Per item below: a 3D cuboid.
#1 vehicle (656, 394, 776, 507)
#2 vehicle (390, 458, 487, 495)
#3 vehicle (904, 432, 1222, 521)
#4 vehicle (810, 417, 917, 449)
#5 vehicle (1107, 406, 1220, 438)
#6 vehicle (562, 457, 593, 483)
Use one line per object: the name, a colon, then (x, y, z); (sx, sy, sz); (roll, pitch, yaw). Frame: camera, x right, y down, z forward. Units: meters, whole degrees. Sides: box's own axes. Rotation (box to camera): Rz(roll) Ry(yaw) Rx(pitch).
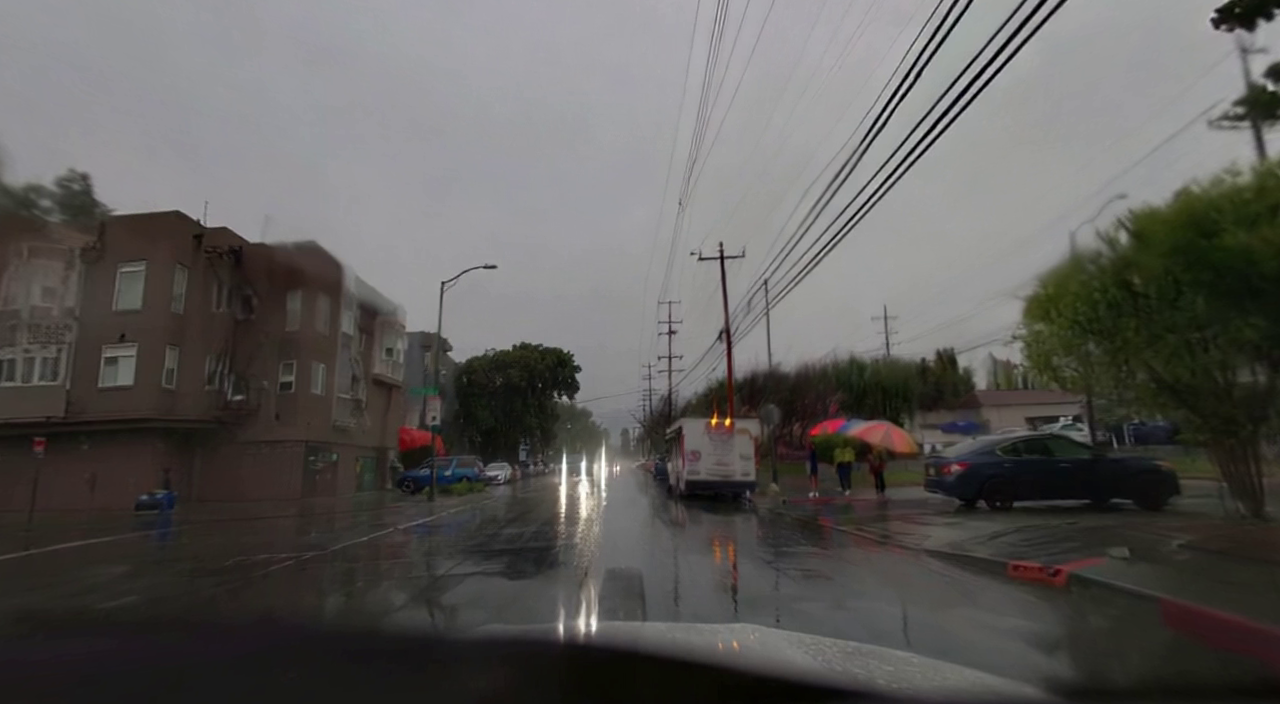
vehicle: (2.362, 3.495, 22.740); (2.886, 3.321, 7.809); (0, -8, -3)
vehicle: (-11.504, 7.050, 36.114); (5.093, 1.855, 2.338); (3, -9, -21)
vehicle: (7.992, 2.340, 12.235); (4.857, 1.525, 1.976); (1, -8, -6)
vehicle: (10.579, 3.864, 30.045); (4.396, 1.459, 1.749); (0, -8, -3)
vehicle: (27.824, 3.736, 33.669); (4.413, 1.608, 1.858); (0, -8, -3)
vehicle: (-4.672, 8.830, 47.491); (1.952, 1.708, 4.096); (0, -8, -1)
